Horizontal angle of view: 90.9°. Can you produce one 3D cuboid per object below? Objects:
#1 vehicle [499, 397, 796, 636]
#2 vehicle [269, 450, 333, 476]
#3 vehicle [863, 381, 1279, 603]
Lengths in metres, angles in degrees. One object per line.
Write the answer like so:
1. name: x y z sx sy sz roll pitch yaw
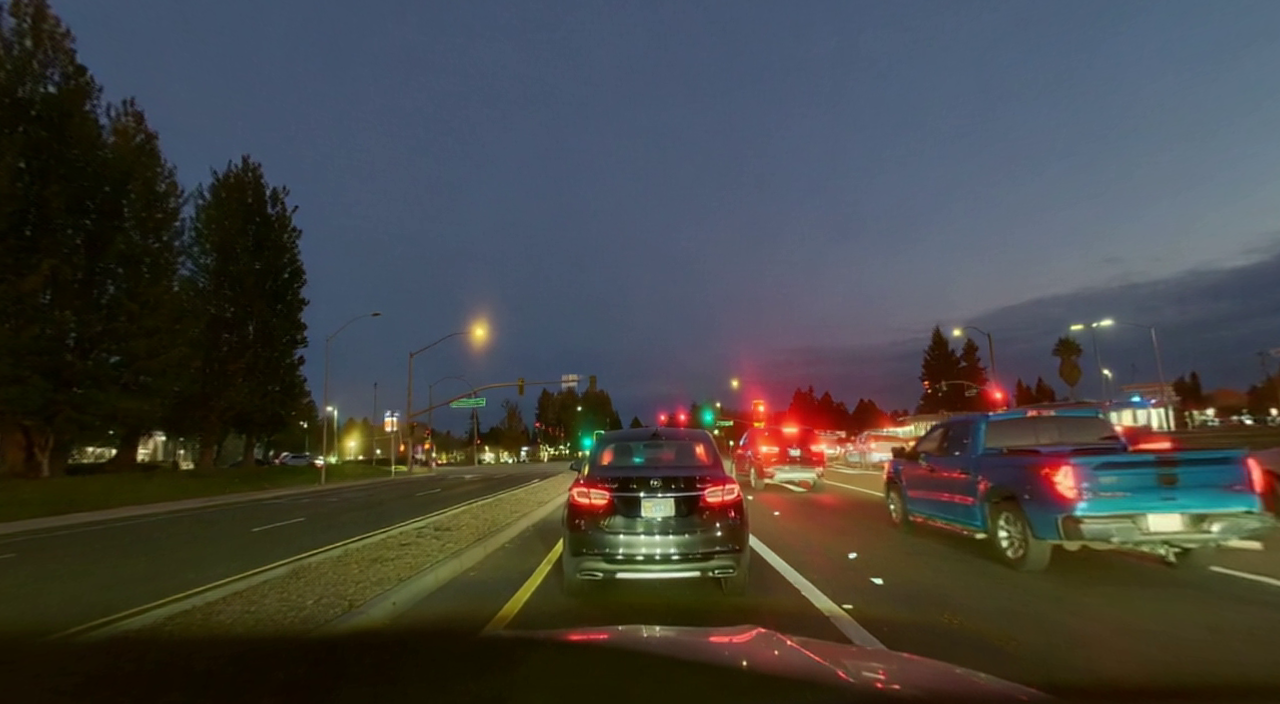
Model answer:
1. vehicle: 0.017 1.462 6.565 2.116 1.677 3.948 0 -8 -1
2. vehicle: -24.026 7.841 44.883 1.798 1.706 4.385 -1 -8 6
3. vehicle: 4.566 1.482 7.569 2.019 1.803 4.634 0 -8 -1
